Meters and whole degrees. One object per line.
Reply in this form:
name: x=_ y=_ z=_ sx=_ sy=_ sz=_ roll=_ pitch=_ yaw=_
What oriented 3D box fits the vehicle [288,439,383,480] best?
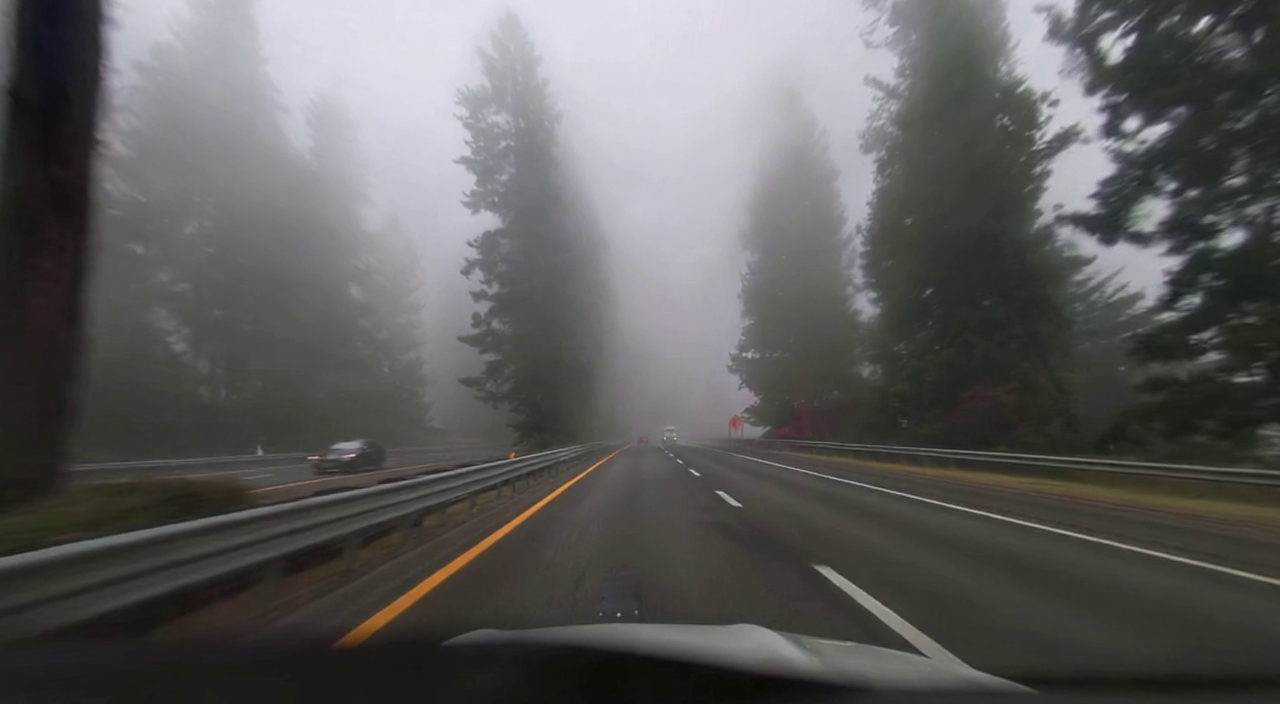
vehicle: x=-11.679 y=4.102 z=24.436 sx=1.783 sy=1.422 sz=3.720 roll=0 pitch=-8 yaw=0
